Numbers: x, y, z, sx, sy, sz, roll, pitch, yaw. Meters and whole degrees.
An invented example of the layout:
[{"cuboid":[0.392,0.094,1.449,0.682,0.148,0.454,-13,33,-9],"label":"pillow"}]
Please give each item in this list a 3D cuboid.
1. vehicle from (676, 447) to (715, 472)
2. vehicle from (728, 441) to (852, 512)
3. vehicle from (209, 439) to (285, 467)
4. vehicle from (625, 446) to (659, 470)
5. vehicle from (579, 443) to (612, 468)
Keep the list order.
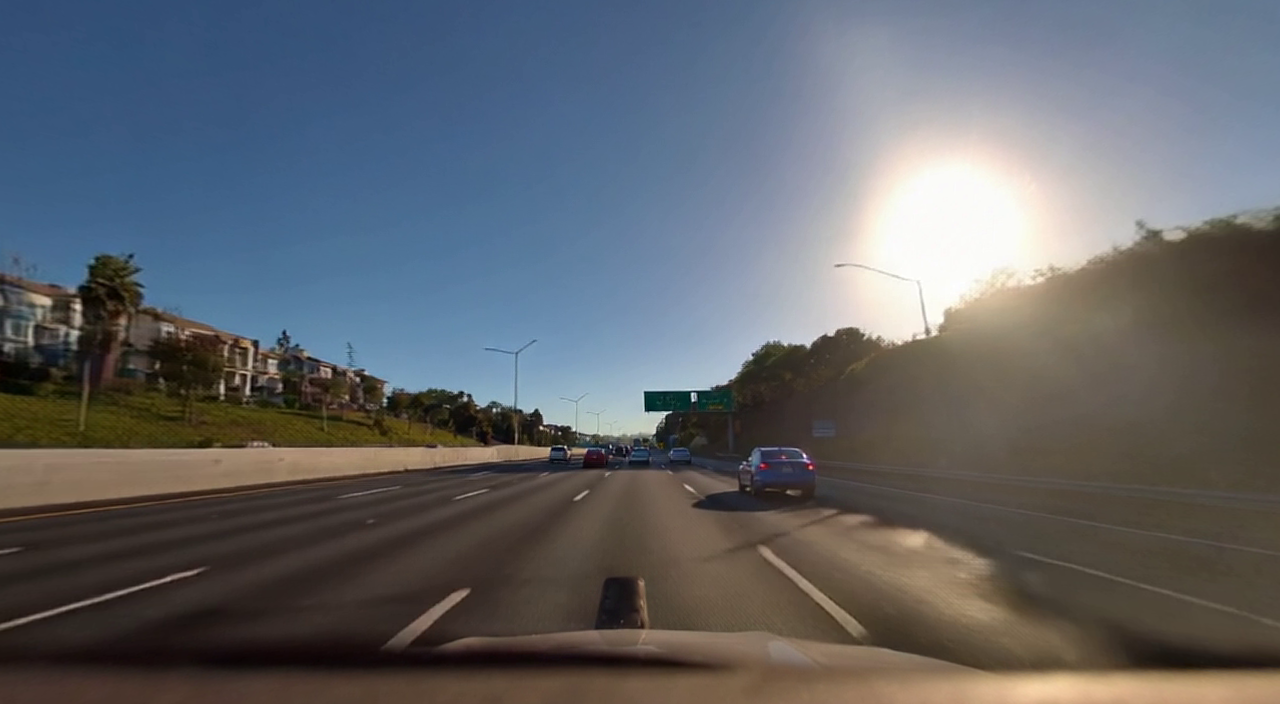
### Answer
[{"cuboid":[3.467,6.789,40.006,2.036,1.517,4.256,0,-9,-1],"label":"vehicle"},{"cuboid":[3.641,3.101,16.250,2.077,1.527,4.553,0,-9,0],"label":"vehicle"},{"cuboid":[-23.308,5.981,37.510,1.967,1.530,3.845,0,-9,1],"label":"vehicle"},{"cuboid":[0.146,7.112,42.556,2.166,1.496,4.158,0,-9,0],"label":"vehicle"},{"cuboid":[-3.160,7.495,45.753,2.091,1.664,4.157,0,-9,0],"label":"vehicle"}]
